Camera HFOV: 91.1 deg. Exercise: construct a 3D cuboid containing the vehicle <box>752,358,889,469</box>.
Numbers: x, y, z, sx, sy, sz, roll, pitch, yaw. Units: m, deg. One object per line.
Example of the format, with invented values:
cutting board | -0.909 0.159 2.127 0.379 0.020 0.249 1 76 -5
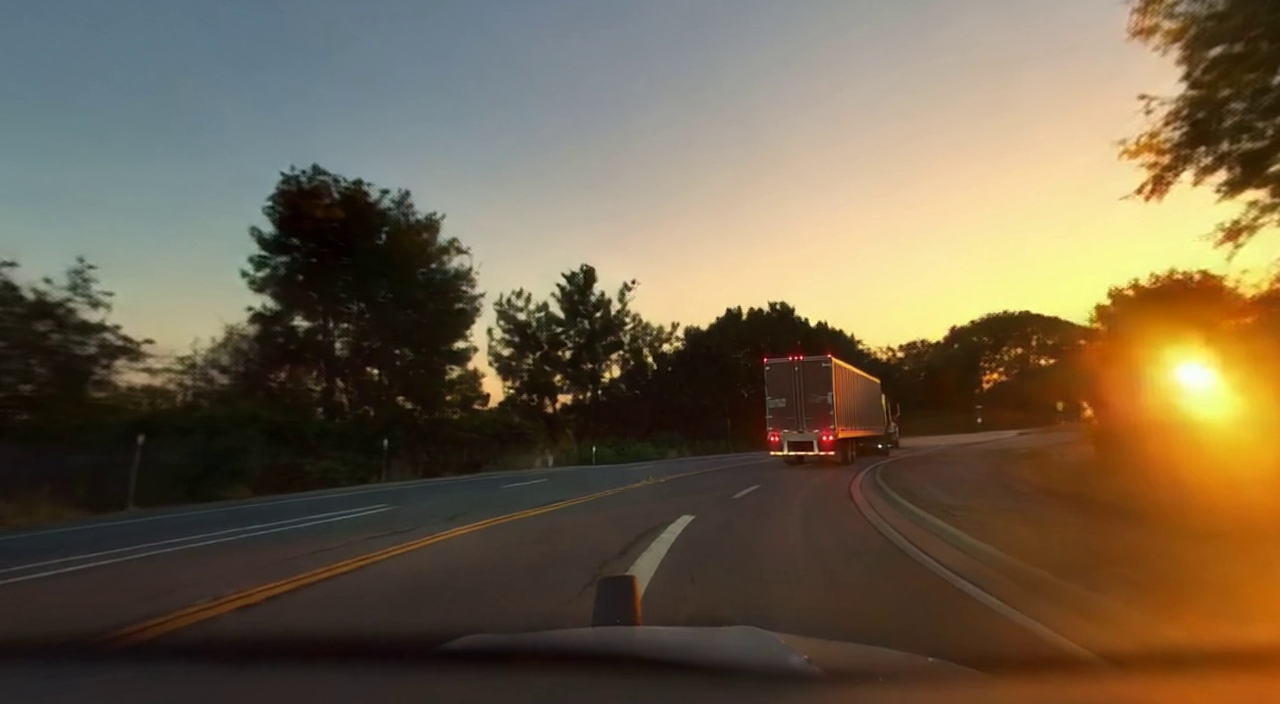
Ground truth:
vehicle | 7.953 2.734 26.376 2.837 3.712 10.484 -5 -9 30
